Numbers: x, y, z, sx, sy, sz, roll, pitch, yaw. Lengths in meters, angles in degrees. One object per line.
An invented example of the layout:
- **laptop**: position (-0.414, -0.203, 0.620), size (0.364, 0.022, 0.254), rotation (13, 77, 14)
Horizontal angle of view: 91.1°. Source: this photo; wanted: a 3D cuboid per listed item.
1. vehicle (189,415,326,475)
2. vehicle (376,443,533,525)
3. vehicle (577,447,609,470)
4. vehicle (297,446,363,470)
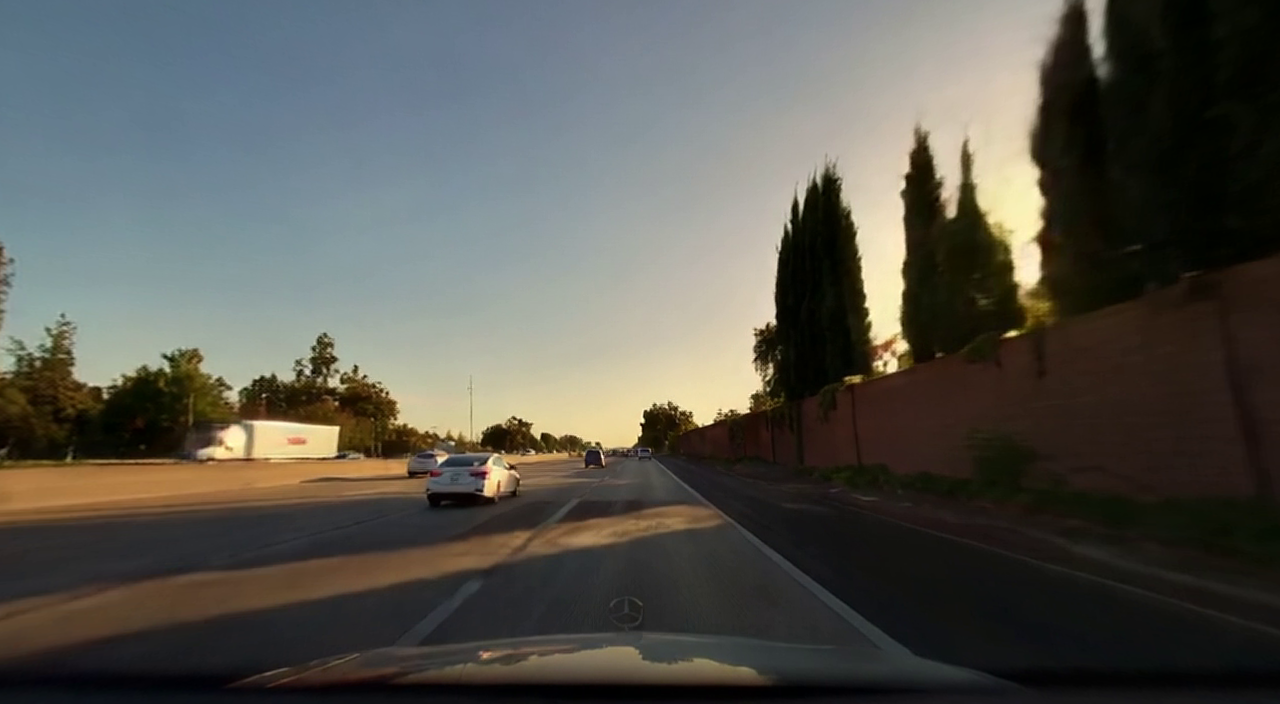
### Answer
- **vehicle**: position (-28.041, 7.010, 47.091), size (2.980, 3.886, 11.254), rotation (-1, -9, 1)
- **vehicle**: position (-3.832, 2.819, 13.999), size (1.945, 1.484, 4.803), rotation (-1, -9, 1)
- **vehicle**: position (-3.578, 8.155, 48.202), size (2.036, 1.636, 4.511), rotation (0, -9, 1)
- **vehicle**: position (-24.258, 8.329, 49.361), size (2.157, 1.741, 5.728), rotation (-1, -9, 1)
